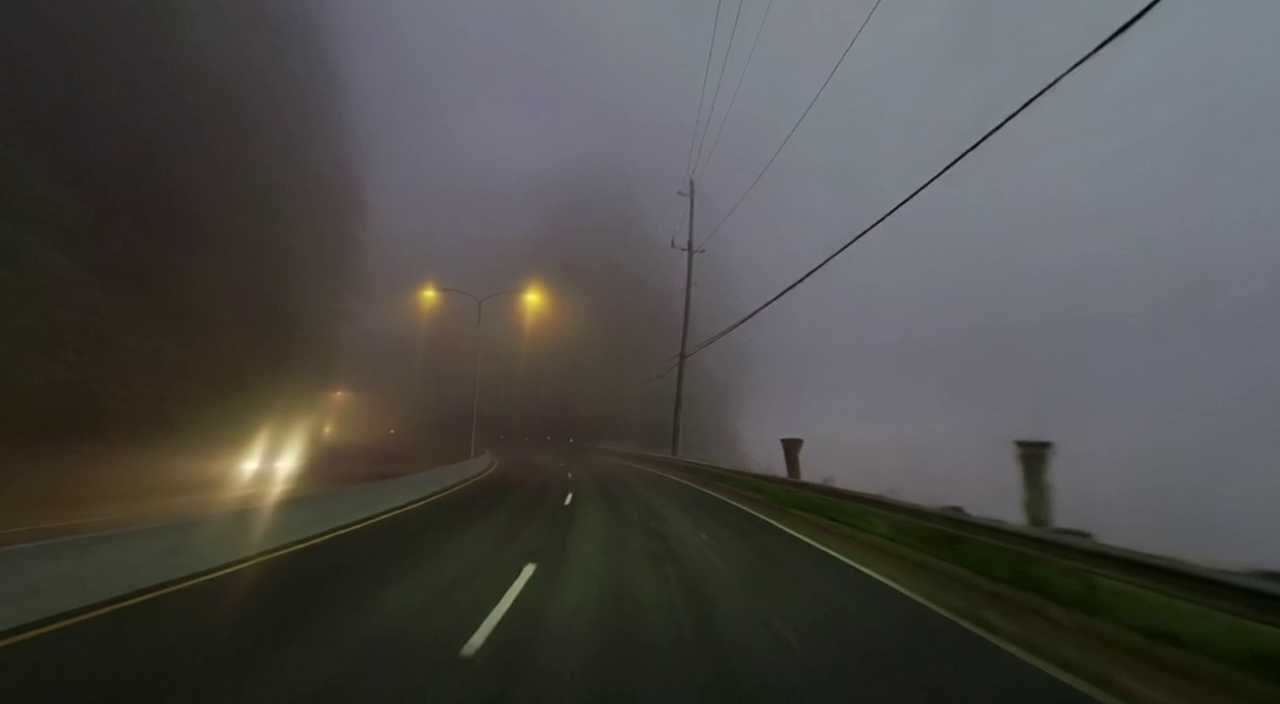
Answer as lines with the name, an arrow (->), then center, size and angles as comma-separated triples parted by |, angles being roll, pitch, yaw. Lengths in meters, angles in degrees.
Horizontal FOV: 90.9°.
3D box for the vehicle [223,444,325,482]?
vehicle -> -15.295, 4.621, 26.684 | 1.998, 1.430, 4.755 | 1, -9, -8
